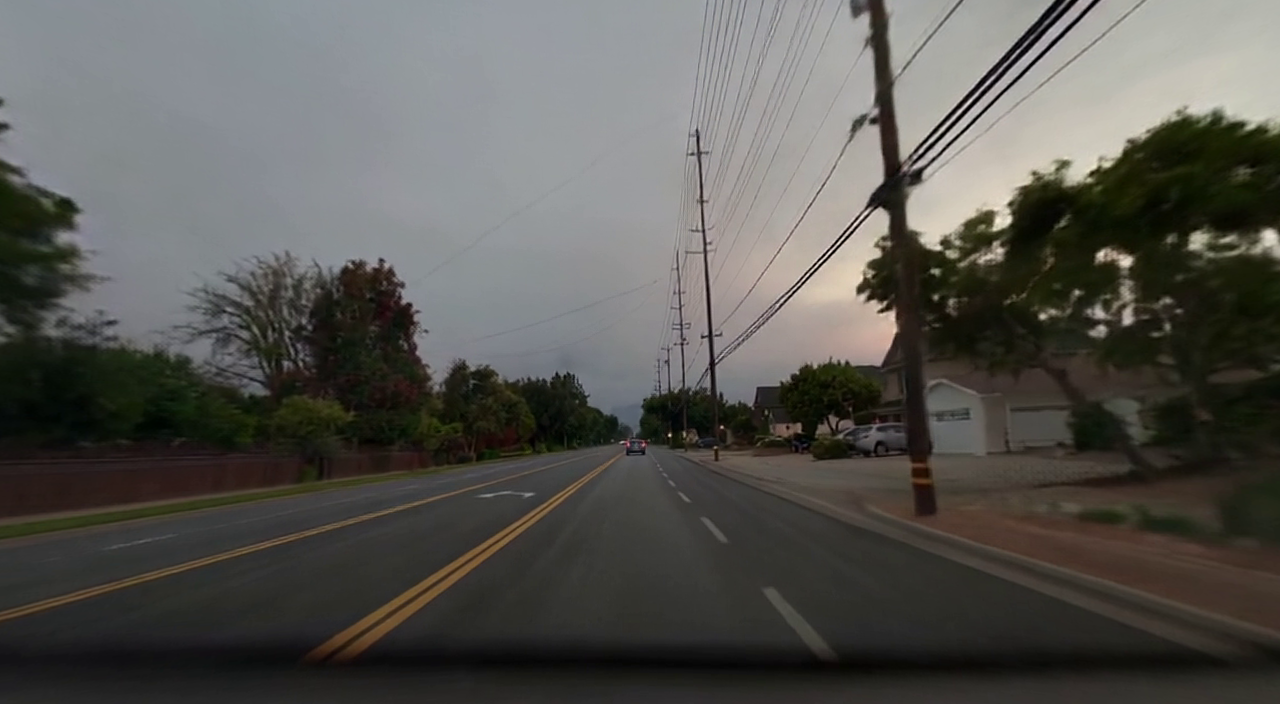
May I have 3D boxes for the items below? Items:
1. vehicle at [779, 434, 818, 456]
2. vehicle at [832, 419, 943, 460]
[{"bbox_3d":[12.112,7.140,48.271,1.846,1.523,4.492,0,-8,1],"label":"vehicle"},{"bbox_3d":[12.900,4.615,33.061,4.905,2.056,2.058,0,-9,0],"label":"vehicle"}]
